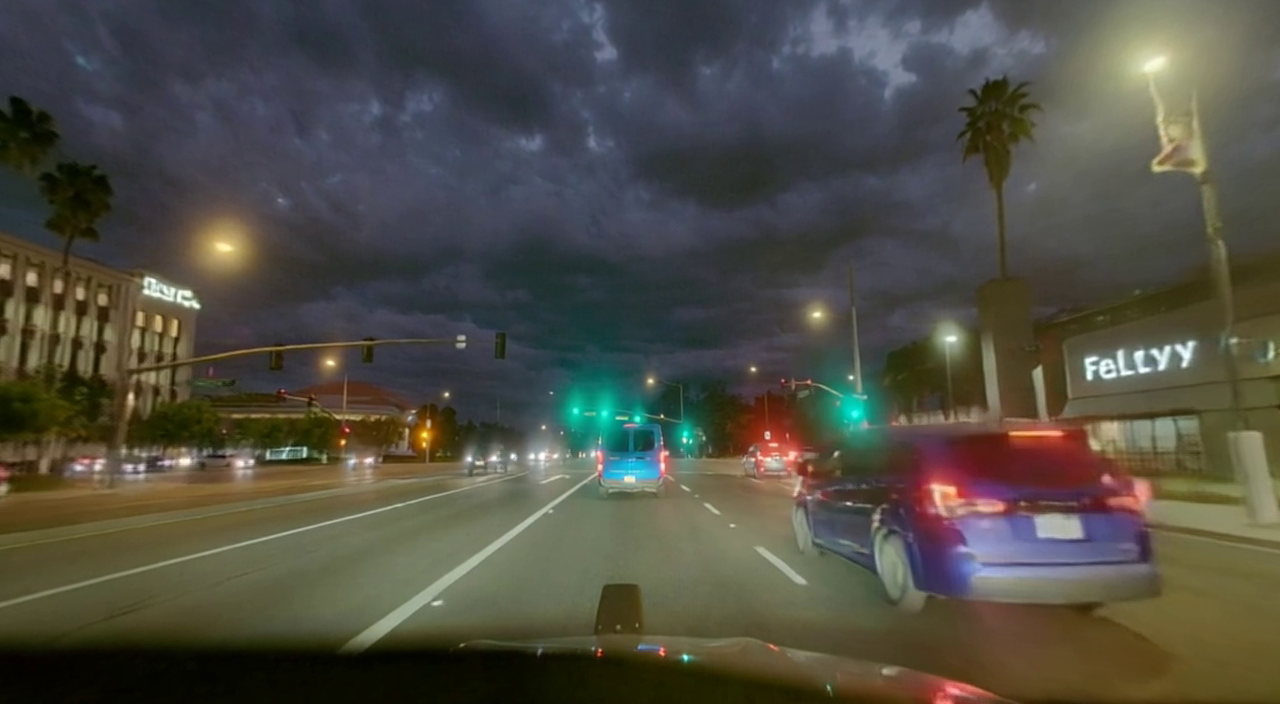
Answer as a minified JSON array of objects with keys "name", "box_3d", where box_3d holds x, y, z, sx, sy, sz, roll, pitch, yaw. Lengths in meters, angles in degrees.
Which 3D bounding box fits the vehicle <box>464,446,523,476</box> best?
[{"name":"vehicle","box_3d":[-8.637,6.330,36.976,2.109,1.653,4.681,4,-10,-28]}]

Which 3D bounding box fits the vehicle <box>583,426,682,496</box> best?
[{"name":"vehicle","box_3d":[-0.326,3.589,21.245,2.848,1.991,5.706,0,-9,-2]}]

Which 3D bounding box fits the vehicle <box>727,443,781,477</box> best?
[{"name":"vehicle","box_3d":[6.067,5.796,34.197,1.931,1.692,4.267,0,-9,-3]}]

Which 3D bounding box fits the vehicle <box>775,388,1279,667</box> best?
[{"name":"vehicle","box_3d":[3.225,1.463,6.495,2.462,1.736,4.899,0,-9,-2]}]

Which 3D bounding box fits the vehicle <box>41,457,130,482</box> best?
[{"name":"vehicle","box_3d":[-41.142,8.701,46.941,4.485,1.732,2.120,0,-9,-1]}]
